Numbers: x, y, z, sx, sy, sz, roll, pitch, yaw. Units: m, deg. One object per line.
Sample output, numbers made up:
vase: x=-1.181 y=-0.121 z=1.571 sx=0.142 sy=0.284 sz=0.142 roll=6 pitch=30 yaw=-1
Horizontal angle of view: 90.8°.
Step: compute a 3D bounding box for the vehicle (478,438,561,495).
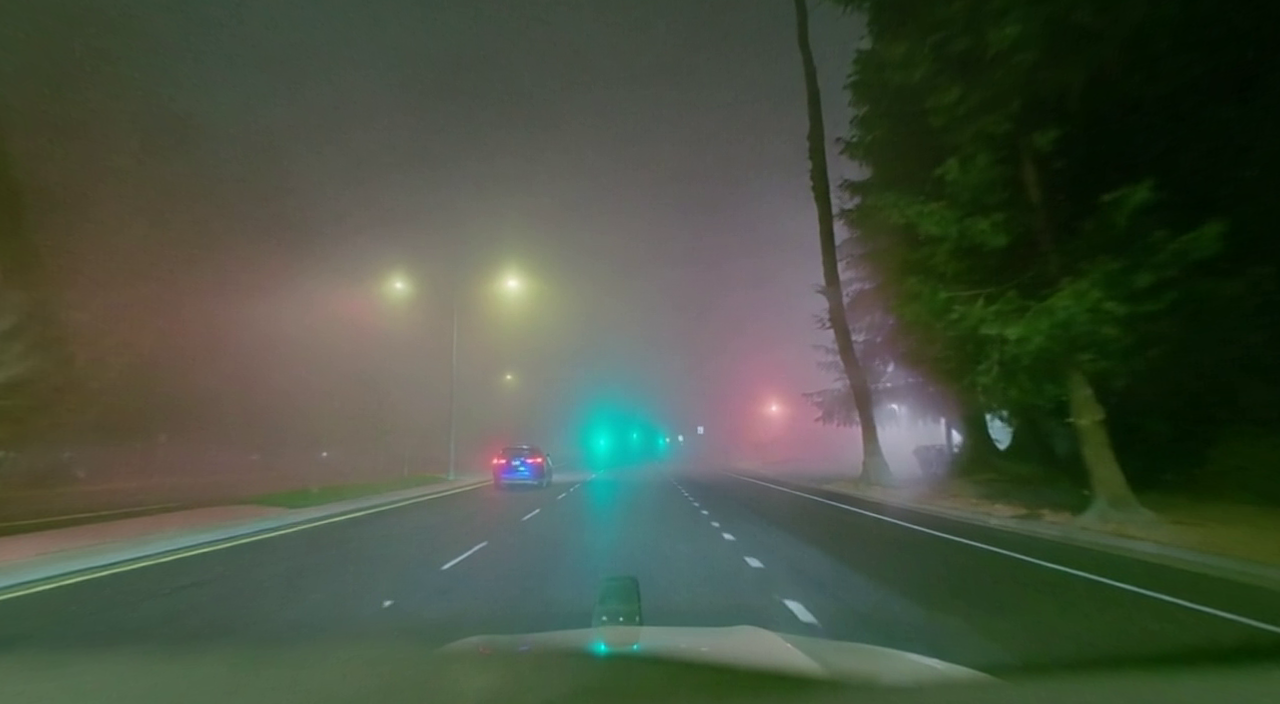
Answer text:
vehicle: x=-4.014 y=3.880 z=21.841 sx=1.993 sy=1.733 sz=4.262 roll=-1 pitch=-9 yaw=1
